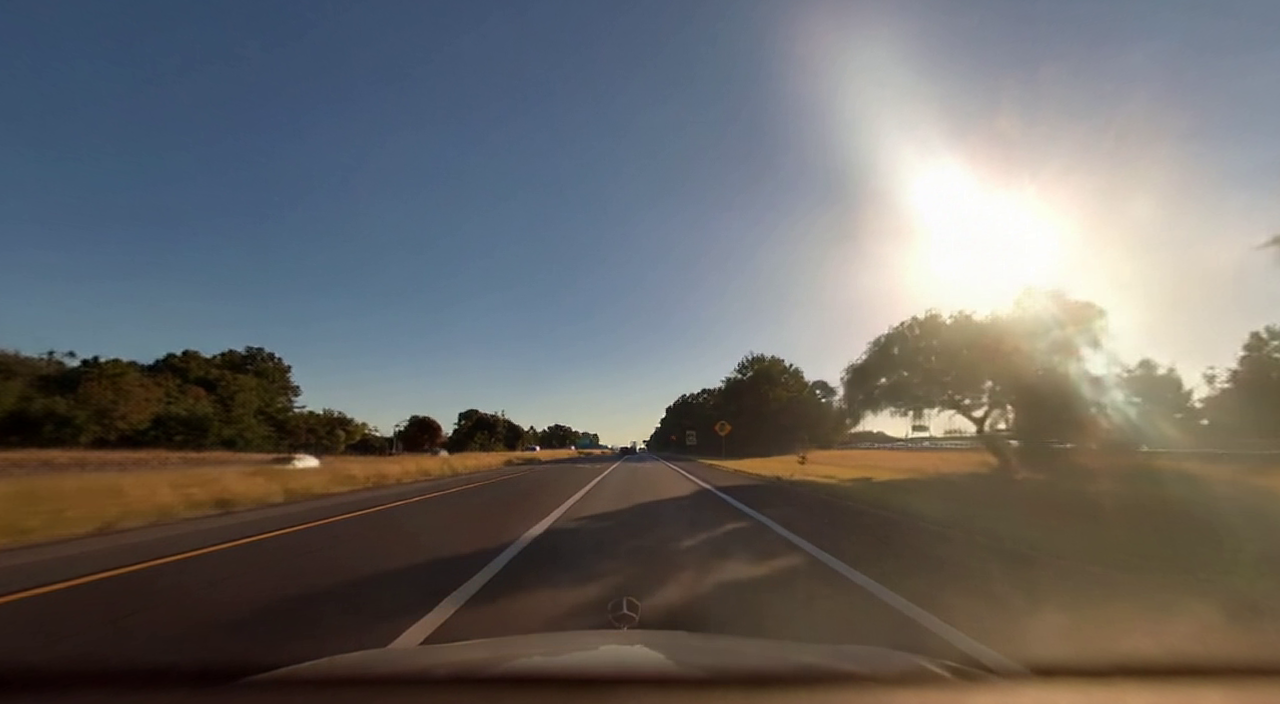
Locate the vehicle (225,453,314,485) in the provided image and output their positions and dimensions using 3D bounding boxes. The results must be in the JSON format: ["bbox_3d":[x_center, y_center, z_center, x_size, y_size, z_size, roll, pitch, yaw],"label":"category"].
[{"bbox_3d":[-19.307,6.082,33.086,1.879,1.505,4.530,0,-9,1],"label":"vehicle"}]
